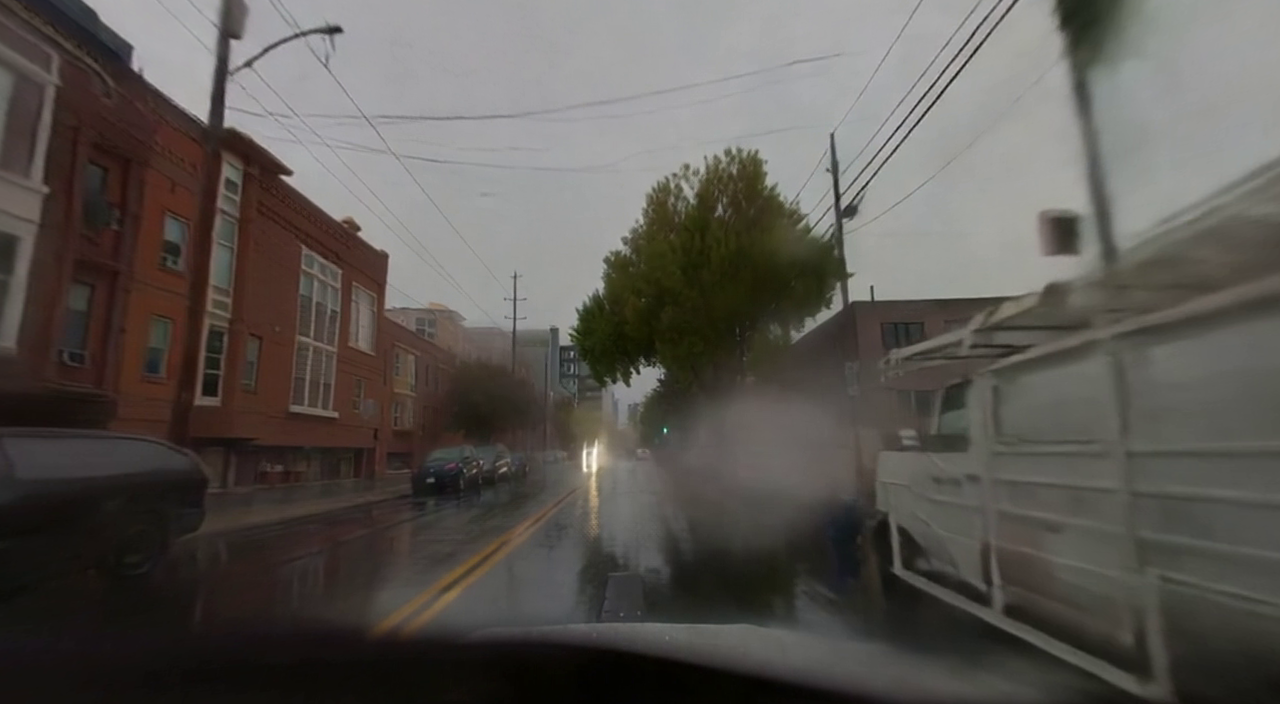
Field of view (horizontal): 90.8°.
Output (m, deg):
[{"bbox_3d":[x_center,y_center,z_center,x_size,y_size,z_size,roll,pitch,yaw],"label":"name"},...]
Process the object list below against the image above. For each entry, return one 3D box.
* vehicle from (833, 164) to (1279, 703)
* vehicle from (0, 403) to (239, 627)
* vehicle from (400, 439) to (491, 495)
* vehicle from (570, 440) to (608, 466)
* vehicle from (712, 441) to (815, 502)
[{"bbox_3d":[3.161,0.766,3.300,2.480,2.230,5.704,0,-8,0],"label":"vehicle"},{"bbox_3d":[-6.638,1.452,5.728,2.259,1.899,5.643,0,-8,0],"label":"vehicle"},{"bbox_3d":[-6.833,4.060,22.803,1.930,1.756,4.955,0,-8,-3],"label":"vehicle"},{"bbox_3d":[-3.771,7.556,47.610,2.236,1.834,4.743,-1,-8,3],"label":"vehicle"},{"bbox_3d":[3.274,3.263,17.711,1.885,1.464,4.466,0,-8,-1],"label":"vehicle"}]
